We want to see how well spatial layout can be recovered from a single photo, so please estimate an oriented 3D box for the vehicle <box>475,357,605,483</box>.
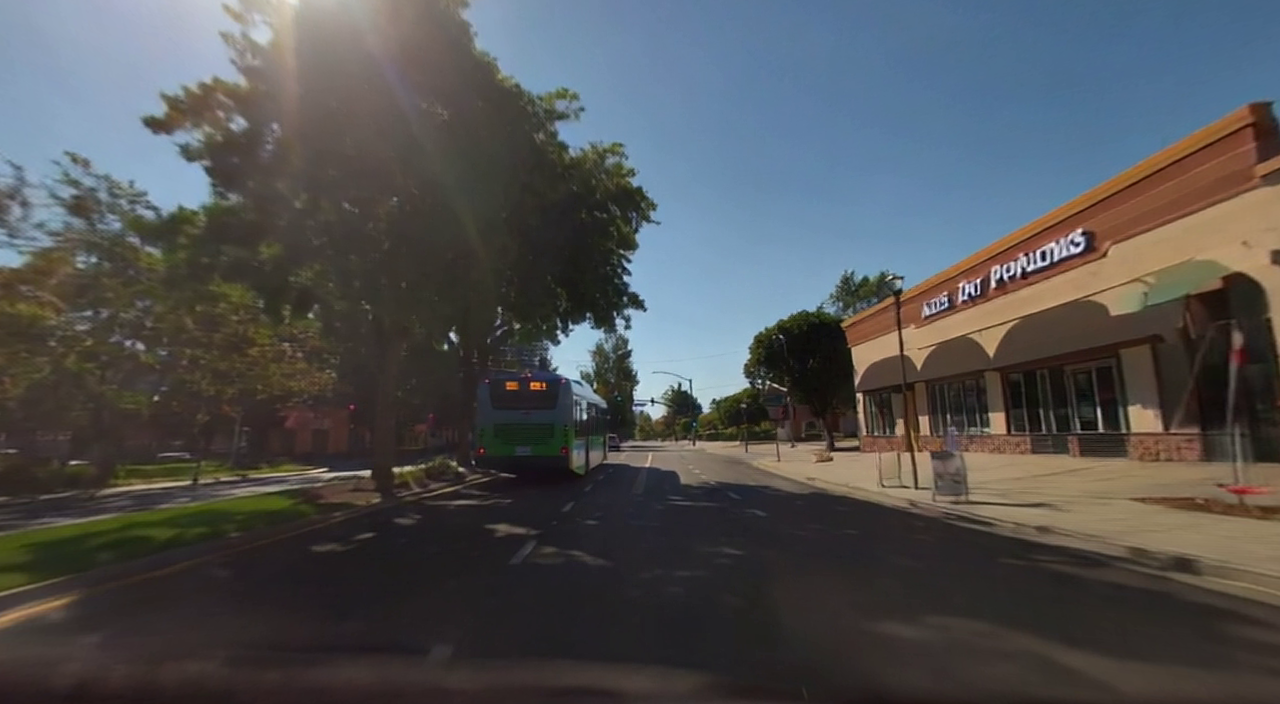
[{"bbox_3d":[-3.026,2.660,22.696,3.031,3.429,11.005,0,-9,-1],"label":"vehicle"}]
